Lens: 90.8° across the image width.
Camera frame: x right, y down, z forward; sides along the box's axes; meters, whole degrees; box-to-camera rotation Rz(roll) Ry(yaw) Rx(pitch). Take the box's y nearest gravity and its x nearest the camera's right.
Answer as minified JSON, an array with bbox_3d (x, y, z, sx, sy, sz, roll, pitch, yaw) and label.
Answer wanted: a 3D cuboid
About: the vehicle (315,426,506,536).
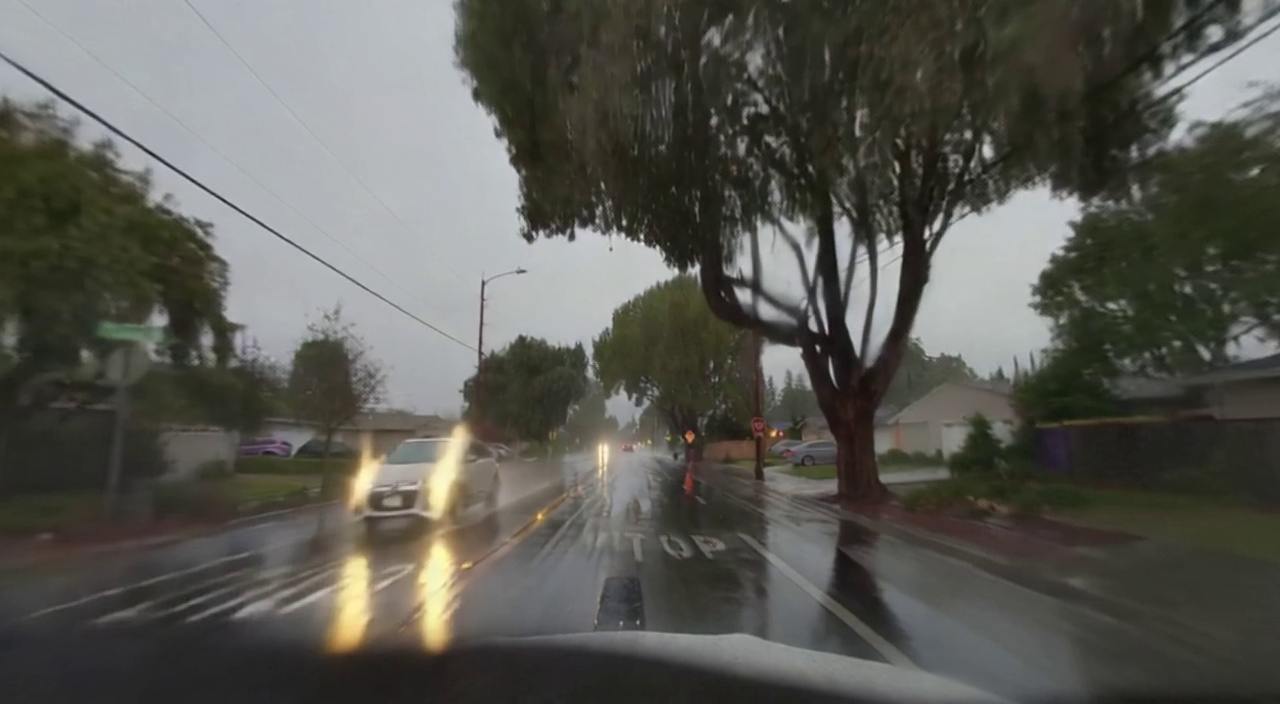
[{"bbox_3d":[-3.844,2.197,11.443,1.935,1.595,3.972,1,-8,0],"label":"vehicle"}]

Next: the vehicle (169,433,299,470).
[{"bbox_3d":[-22.013,5.424,34.515,5.369,1.862,2.338,2,-8,-9],"label":"vehicle"}]

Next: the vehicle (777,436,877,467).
[{"bbox_3d":[10.521,5.615,35.687,4.908,1.537,2.065,-1,-9,-5],"label":"vehicle"}]
